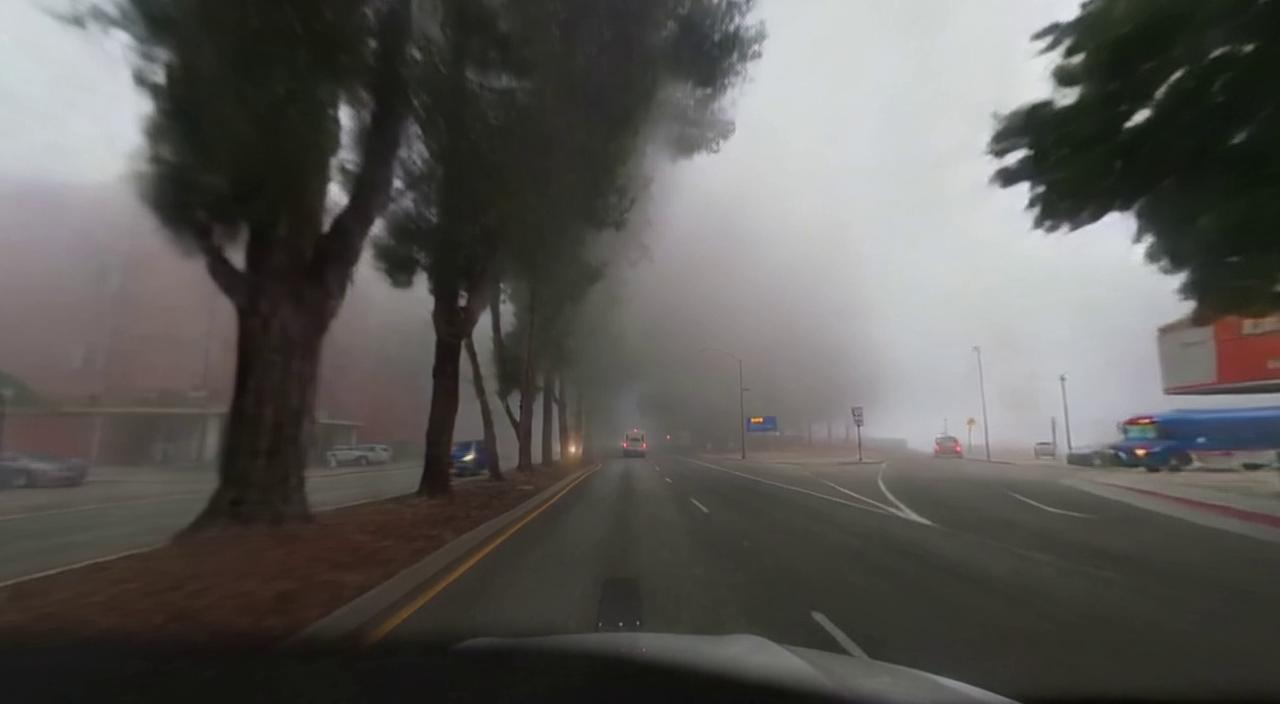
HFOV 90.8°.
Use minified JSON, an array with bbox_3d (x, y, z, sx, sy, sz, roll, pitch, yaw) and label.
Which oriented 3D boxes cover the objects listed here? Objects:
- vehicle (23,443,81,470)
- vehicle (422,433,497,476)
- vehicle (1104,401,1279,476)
[{"bbox_3d":[-39.483,6.934,42.347,5.533,1.639,2.403,-7,-11,44],"label":"vehicle"},{"bbox_3d":[-7.759,4.438,27.638,2.008,1.701,4.430,1,-8,-1],"label":"vehicle"},{"bbox_3d":[25.798,3.917,28.401,8.606,3.093,2.803,2,-8,-13],"label":"vehicle"}]
